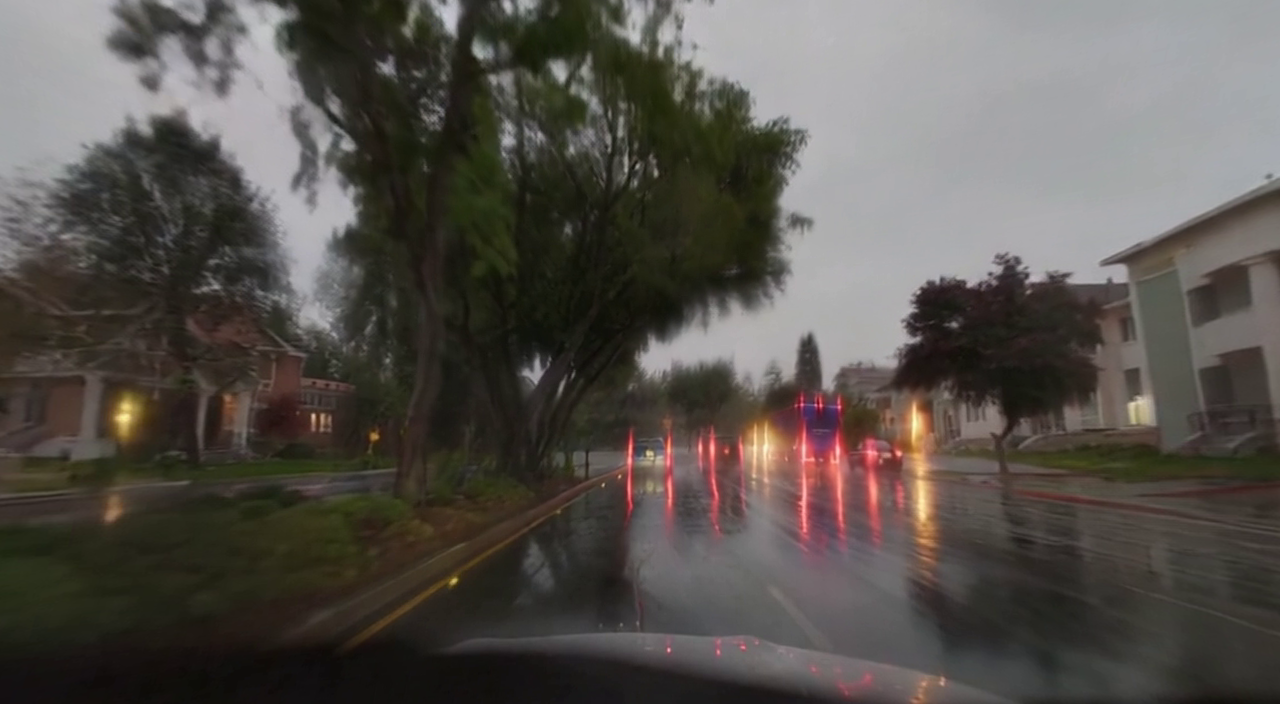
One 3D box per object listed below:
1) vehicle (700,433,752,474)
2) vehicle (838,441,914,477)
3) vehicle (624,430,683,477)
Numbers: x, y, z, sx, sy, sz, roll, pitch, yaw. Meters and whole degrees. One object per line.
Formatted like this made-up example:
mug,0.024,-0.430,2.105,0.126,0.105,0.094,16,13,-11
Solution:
vehicle,4.007,4.837,30.213,2.033,1.823,4.409,0,-9,2
vehicle,10.914,4.982,29.608,1.901,1.496,4.948,0,-9,3
vehicle,0.677,4.427,27.725,2.345,1.841,5.032,0,-9,3
